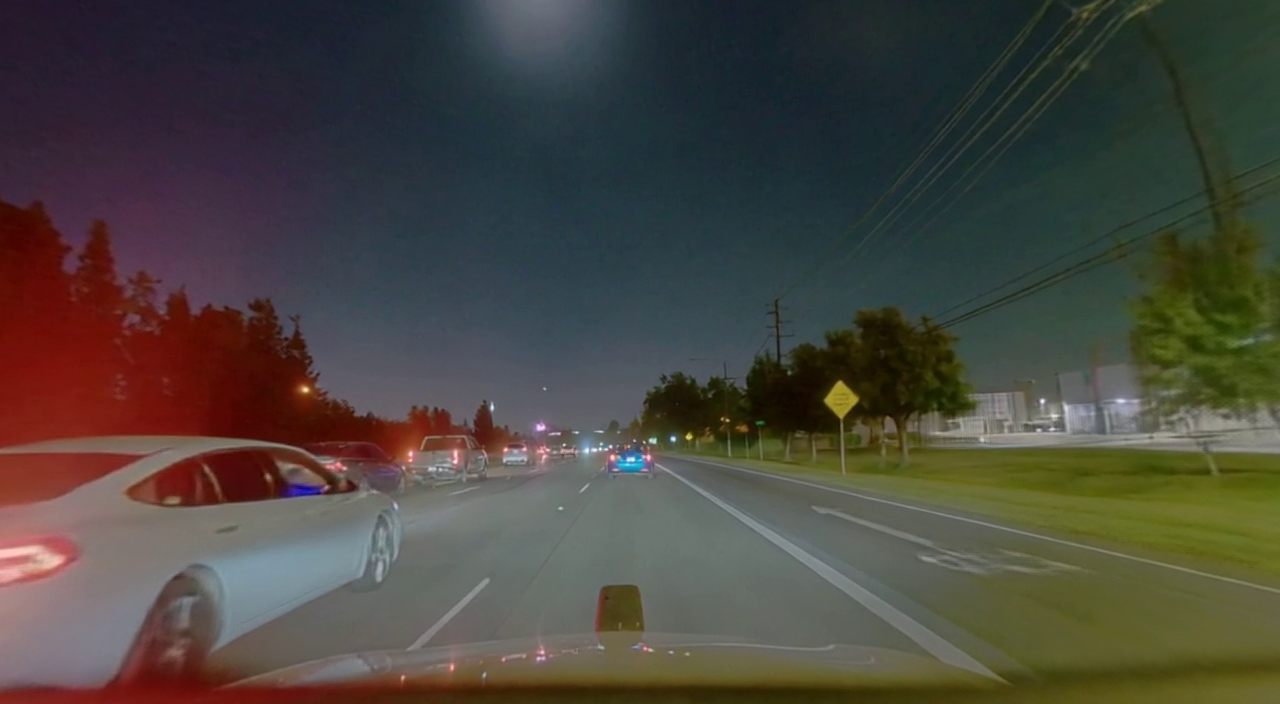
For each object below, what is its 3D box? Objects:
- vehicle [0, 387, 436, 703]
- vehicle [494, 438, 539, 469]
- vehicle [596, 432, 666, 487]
[{"bbox_3d":[-3.134,1.159,3.932,2.174,1.510,4.636,0,-8,0],"label":"vehicle"},{"bbox_3d":[-7.432,6.137,38.435,1.914,1.756,4.179,0,-8,0],"label":"vehicle"},{"bbox_3d":[-0.320,3.597,21.391,2.140,1.653,4.108,0,-8,-1],"label":"vehicle"}]
